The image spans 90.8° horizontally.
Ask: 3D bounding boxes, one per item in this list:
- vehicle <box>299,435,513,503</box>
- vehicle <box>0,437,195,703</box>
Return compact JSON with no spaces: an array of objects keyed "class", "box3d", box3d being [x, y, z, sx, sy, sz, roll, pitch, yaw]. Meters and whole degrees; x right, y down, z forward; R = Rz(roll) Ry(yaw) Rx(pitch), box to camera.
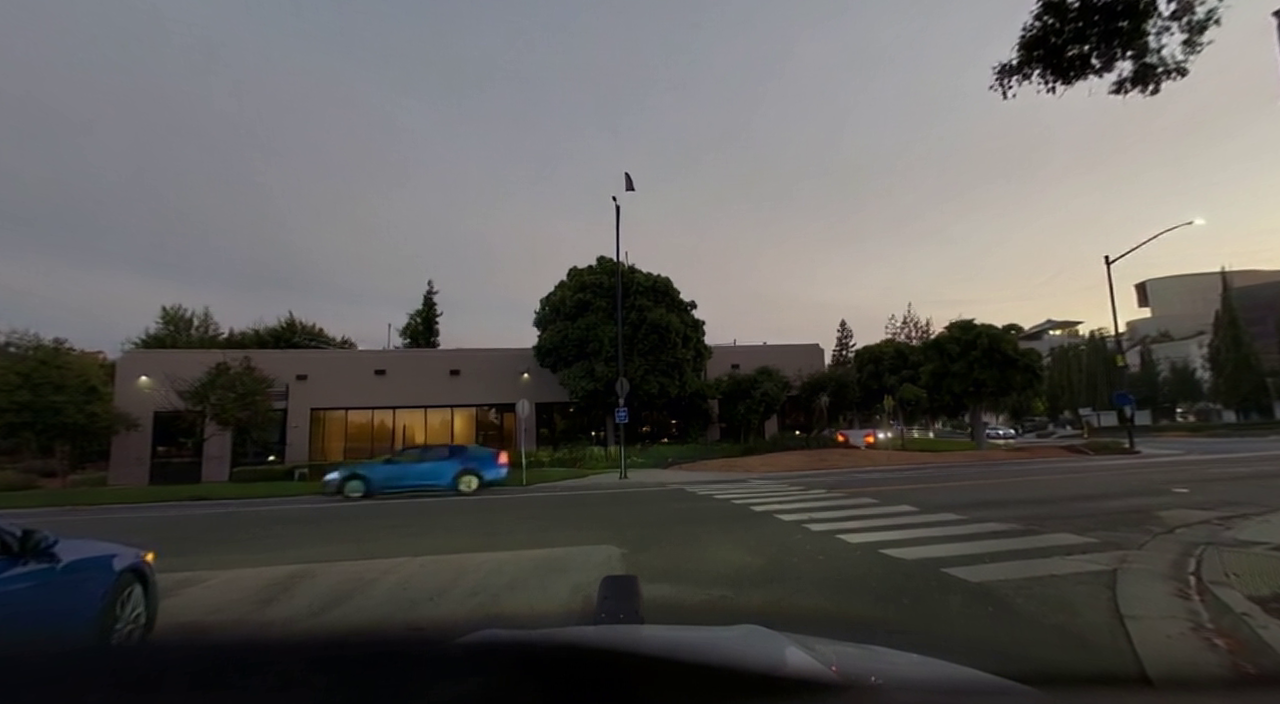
[{"class":"vehicle","box3d":[-5.708,2.915,16.072,4.788,1.548,1.965,1,-9,-11]},{"class":"vehicle","box3d":[-3.348,0.884,1.312,2.069,1.413,5.006,1,-8,-12]}]
